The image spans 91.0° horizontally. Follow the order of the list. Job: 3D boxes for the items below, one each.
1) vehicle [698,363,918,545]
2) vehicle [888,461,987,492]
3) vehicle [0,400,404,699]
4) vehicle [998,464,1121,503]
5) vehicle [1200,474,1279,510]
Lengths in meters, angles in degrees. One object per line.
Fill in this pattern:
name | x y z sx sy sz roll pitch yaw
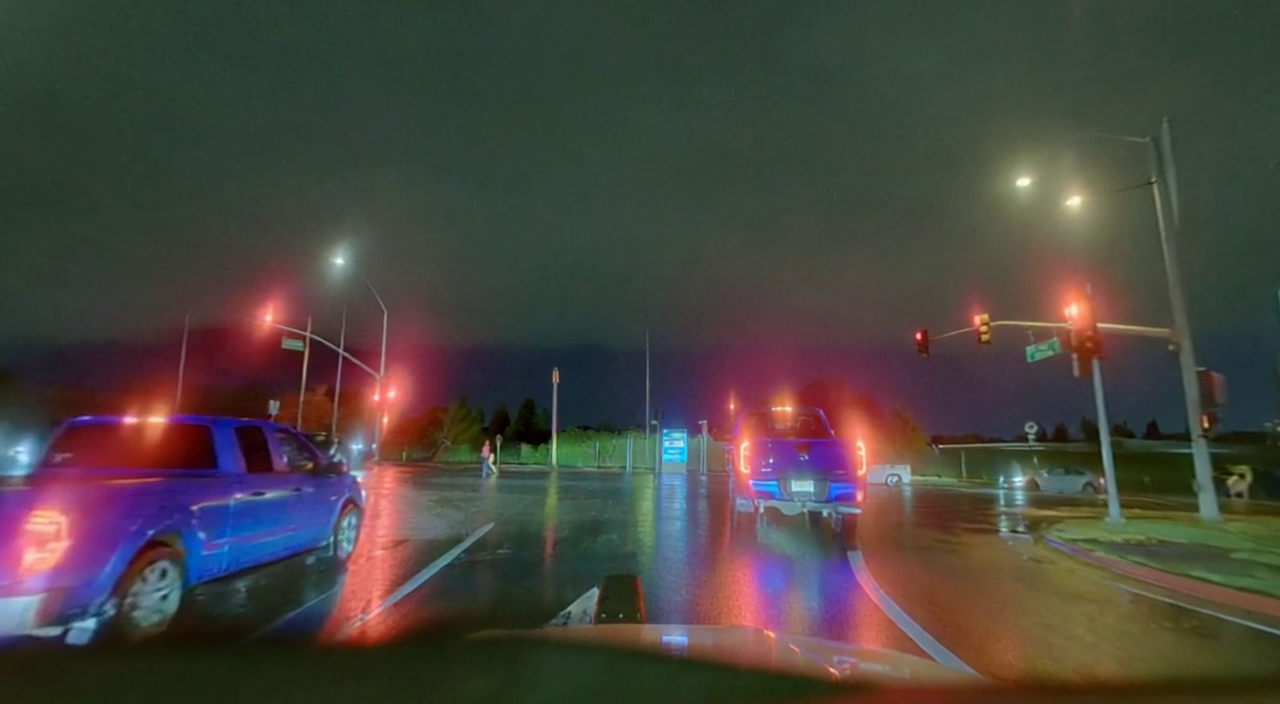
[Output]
vehicle | 2.834 1.818 11.576 2.851 2.400 5.978 -2 -9 11
vehicle | 16.438 6.901 34.978 4.537 1.608 1.827 0 -9 1
vehicle | -3.901 1.337 5.502 1.913 1.491 4.547 0 -9 0
vehicle | 19.907 6.260 30.058 4.356 1.498 1.957 -4 -9 3
vehicle | 29.334 6.561 29.563 4.322 1.522 1.795 0 -9 0
